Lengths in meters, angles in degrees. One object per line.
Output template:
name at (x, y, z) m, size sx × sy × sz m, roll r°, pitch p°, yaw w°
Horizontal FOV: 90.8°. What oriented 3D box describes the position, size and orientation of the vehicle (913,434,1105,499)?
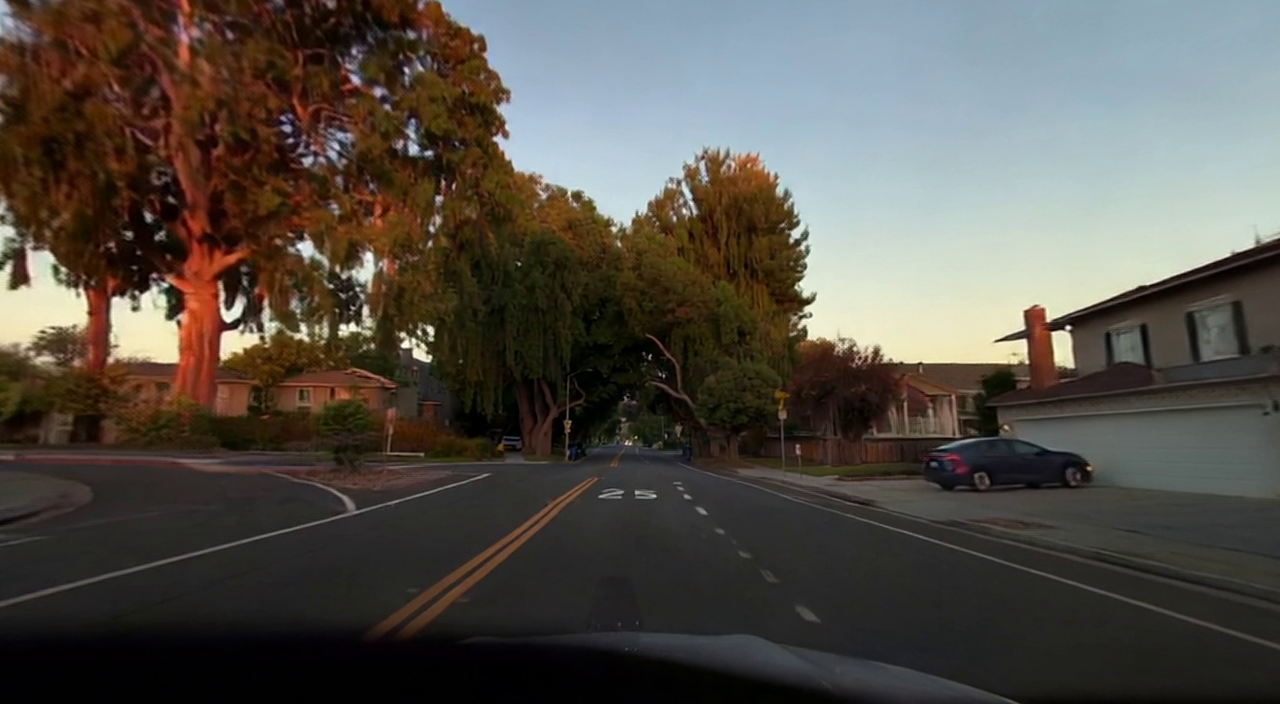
vehicle at (10.849, 3.369, 18.854) m, size 4.453 × 1.590 × 1.861 m, roll -3°, pitch -6°, yaw 2°
